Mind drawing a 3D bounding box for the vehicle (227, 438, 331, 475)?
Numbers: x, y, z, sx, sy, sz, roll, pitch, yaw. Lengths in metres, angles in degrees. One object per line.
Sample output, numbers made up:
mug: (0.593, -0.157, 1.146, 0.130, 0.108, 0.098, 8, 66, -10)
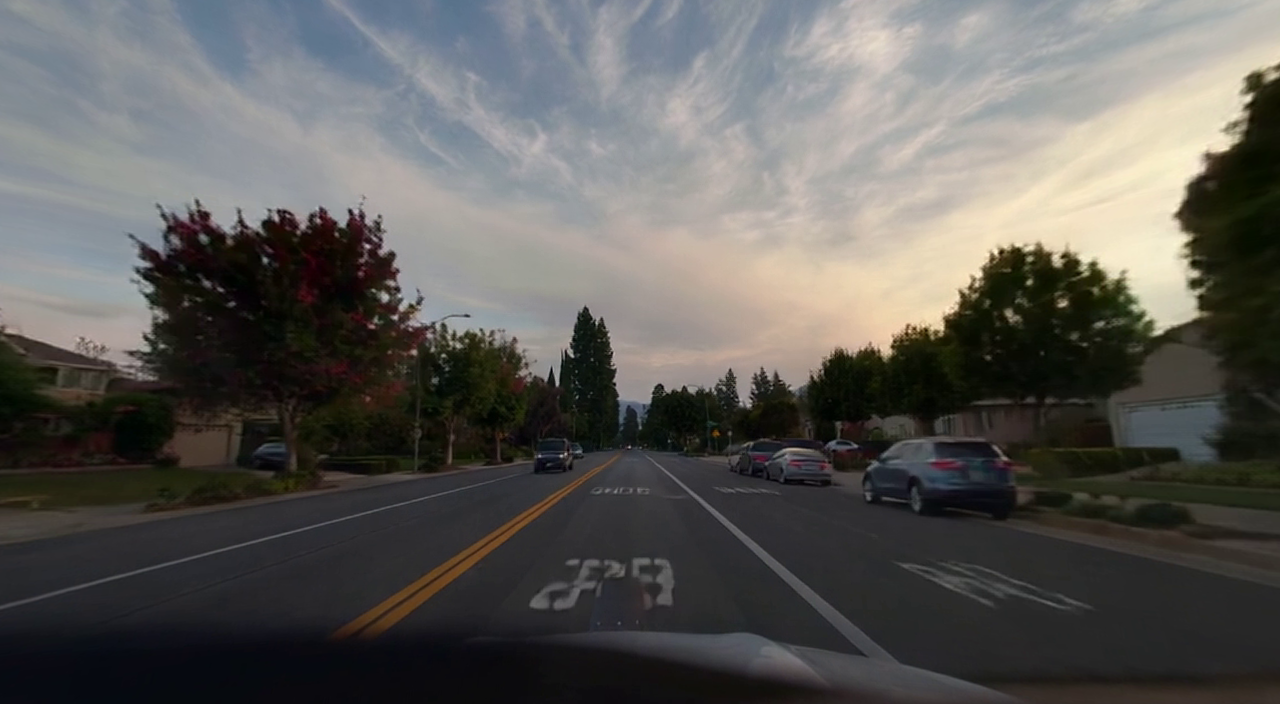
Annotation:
vehicle: (-21.110, 6.118, 37.148, 4.461, 2.065, 2.574, 0, -8, -2)

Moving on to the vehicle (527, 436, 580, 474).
vehicle: (-4.509, 5.443, 33.741, 2.050, 1.841, 5.290, 0, -8, 0)

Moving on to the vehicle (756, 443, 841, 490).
vehicle: (6.294, 4.575, 25.688, 2.226, 1.682, 4.461, 0, -8, -1)

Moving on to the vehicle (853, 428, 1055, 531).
vehicle: (6.588, 2.692, 13.992, 2.099, 1.878, 4.476, 0, -8, -1)
